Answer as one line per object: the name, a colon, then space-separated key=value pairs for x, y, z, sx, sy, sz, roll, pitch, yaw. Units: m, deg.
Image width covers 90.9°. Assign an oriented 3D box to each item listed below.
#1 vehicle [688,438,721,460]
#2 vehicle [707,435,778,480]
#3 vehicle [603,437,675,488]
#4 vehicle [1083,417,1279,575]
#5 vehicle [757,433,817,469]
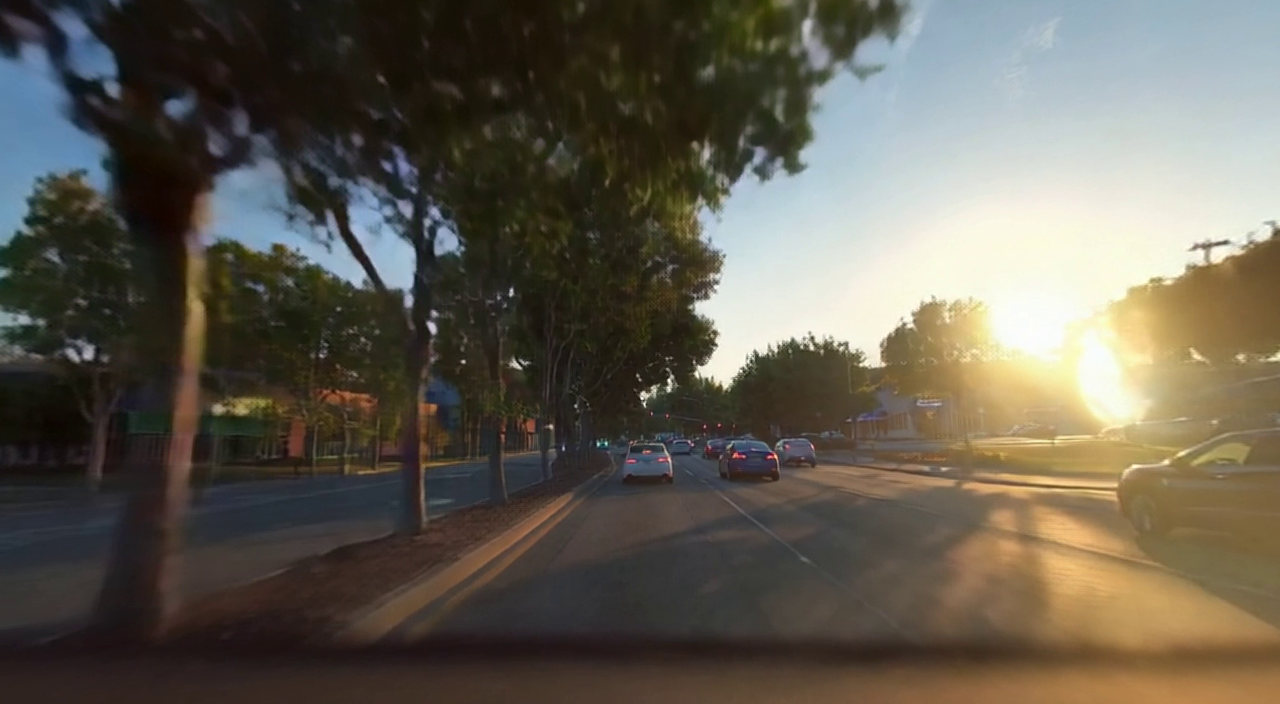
vehicle: x=4.539 y=6.919 z=44.977 sx=1.862 sy=1.457 sz=4.204 roll=0 pitch=-8 yaw=0
vehicle: x=3.794 y=3.988 z=24.121 sx=1.988 sy=1.528 sz=4.144 roll=0 pitch=-8 yaw=0
vehicle: x=-0.001 y=3.535 z=20.476 sx=2.096 sy=1.473 sz=3.893 roll=0 pitch=-8 yaw=1
vehicle: x=7.156 y=1.459 z=6.577 sx=1.892 sy=1.515 sz=4.400 roll=0 pitch=-8 yaw=1
vehicle: x=7.512 y=5.099 z=32.642 sx=2.044 sy=1.701 sz=4.397 roll=0 pitch=-8 yaw=0
